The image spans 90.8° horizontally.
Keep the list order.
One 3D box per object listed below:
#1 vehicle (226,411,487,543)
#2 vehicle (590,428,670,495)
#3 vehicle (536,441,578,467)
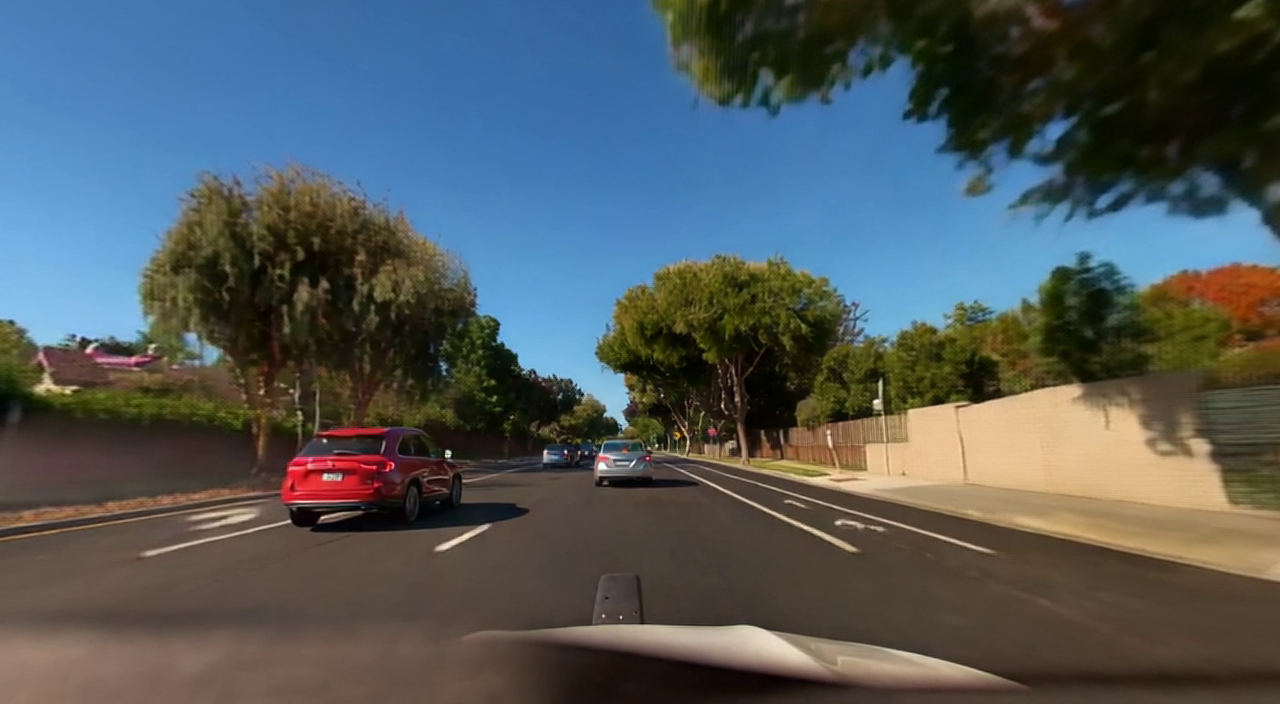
[{"bbox_3d":[-4.285,1.975,10.644,2.243,1.722,4.621,0,-8,0],"label":"vehicle"},{"bbox_3d":[-0.321,3.232,19.001,2.131,1.761,4.242,0,-8,-1],"label":"vehicle"},{"bbox_3d":[-4.968,6.168,38.509,2.014,1.493,4.658,0,-8,-1],"label":"vehicle"}]
